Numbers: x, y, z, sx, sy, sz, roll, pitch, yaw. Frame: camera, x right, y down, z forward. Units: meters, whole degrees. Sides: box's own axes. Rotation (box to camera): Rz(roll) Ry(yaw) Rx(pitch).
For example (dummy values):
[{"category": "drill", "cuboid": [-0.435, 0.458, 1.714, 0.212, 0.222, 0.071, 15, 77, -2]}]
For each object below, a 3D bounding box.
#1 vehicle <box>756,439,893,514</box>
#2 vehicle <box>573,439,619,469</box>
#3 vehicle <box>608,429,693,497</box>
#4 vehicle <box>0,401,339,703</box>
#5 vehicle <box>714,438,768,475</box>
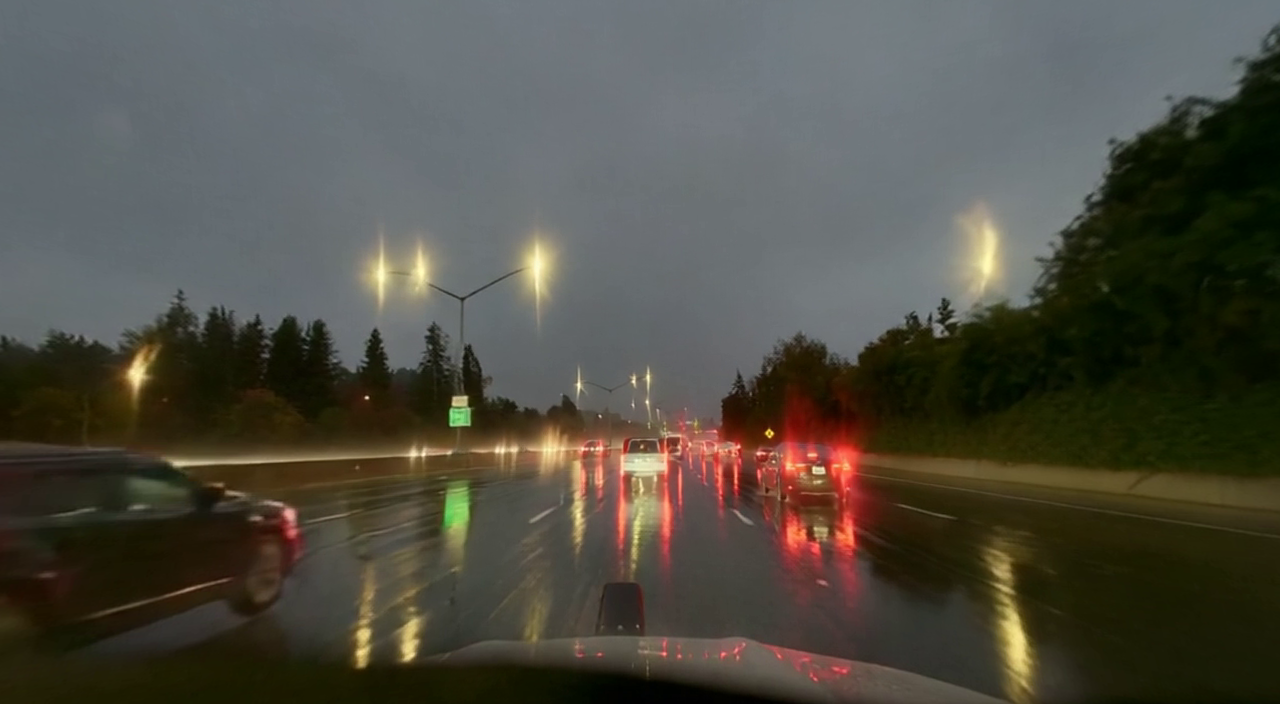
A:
[{"category": "vehicle", "cuboid": [4.180, 2.889, 15.114, 1.999, 1.514, 4.338, 0, -9, 0]}, {"category": "vehicle", "cuboid": [-2.550, 6.092, 37.627, 2.128, 1.627, 4.697, 0, -9, 4]}, {"category": "vehicle", "cuboid": [0.325, 3.171, 18.289, 2.181, 1.728, 3.970, 0, -9, 1]}, {"category": "vehicle", "cuboid": [-3.798, 1.086, 3.585, 2.012, 1.495, 4.169, 0, -9, 1]}, {"category": "vehicle", "cuboid": [4.926, 5.174, 31.354, 2.063, 1.710, 4.591, 0, -9, 2]}]
